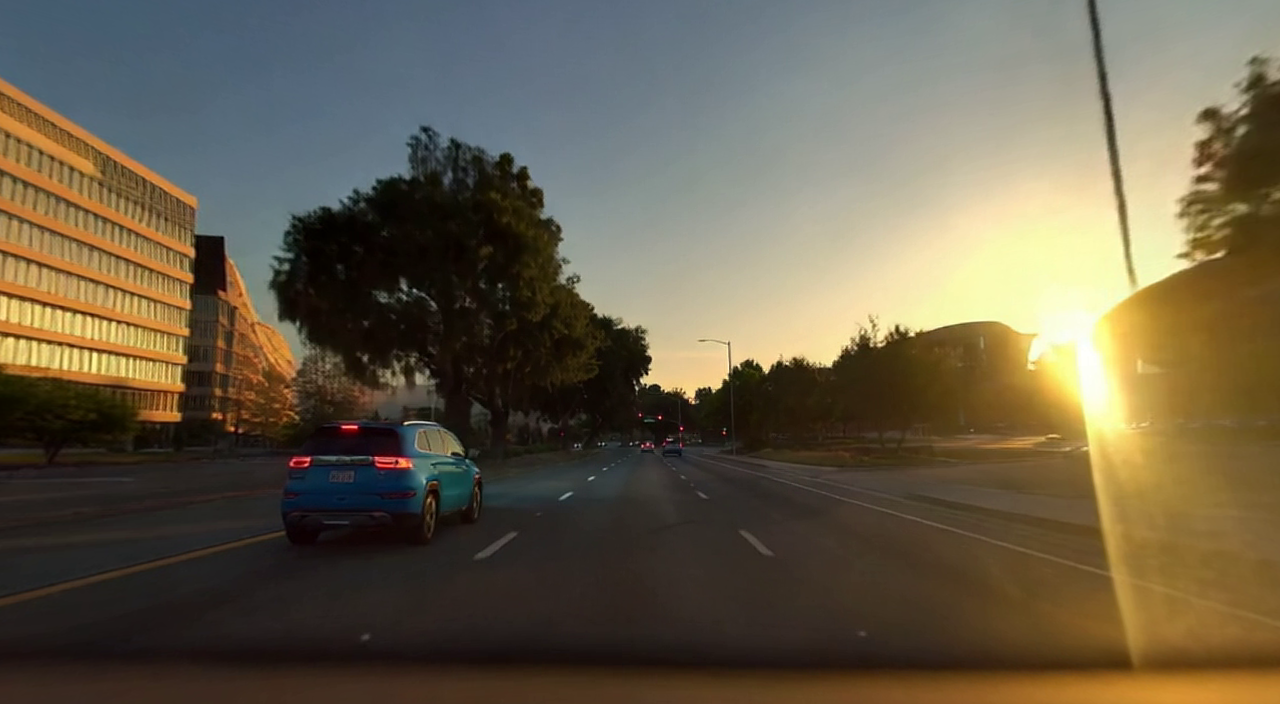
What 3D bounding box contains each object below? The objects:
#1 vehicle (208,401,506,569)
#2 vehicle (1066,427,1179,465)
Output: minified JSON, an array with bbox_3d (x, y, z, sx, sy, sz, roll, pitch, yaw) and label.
[{"bbox_3d":[-3.410,1.714,8.816,2.033,1.713,4.503,0,-9,0],"label":"vehicle"},{"bbox_3d":[23.260,4.504,30.430,4.000,1.458,1.640,-4,-7,0],"label":"vehicle"}]
